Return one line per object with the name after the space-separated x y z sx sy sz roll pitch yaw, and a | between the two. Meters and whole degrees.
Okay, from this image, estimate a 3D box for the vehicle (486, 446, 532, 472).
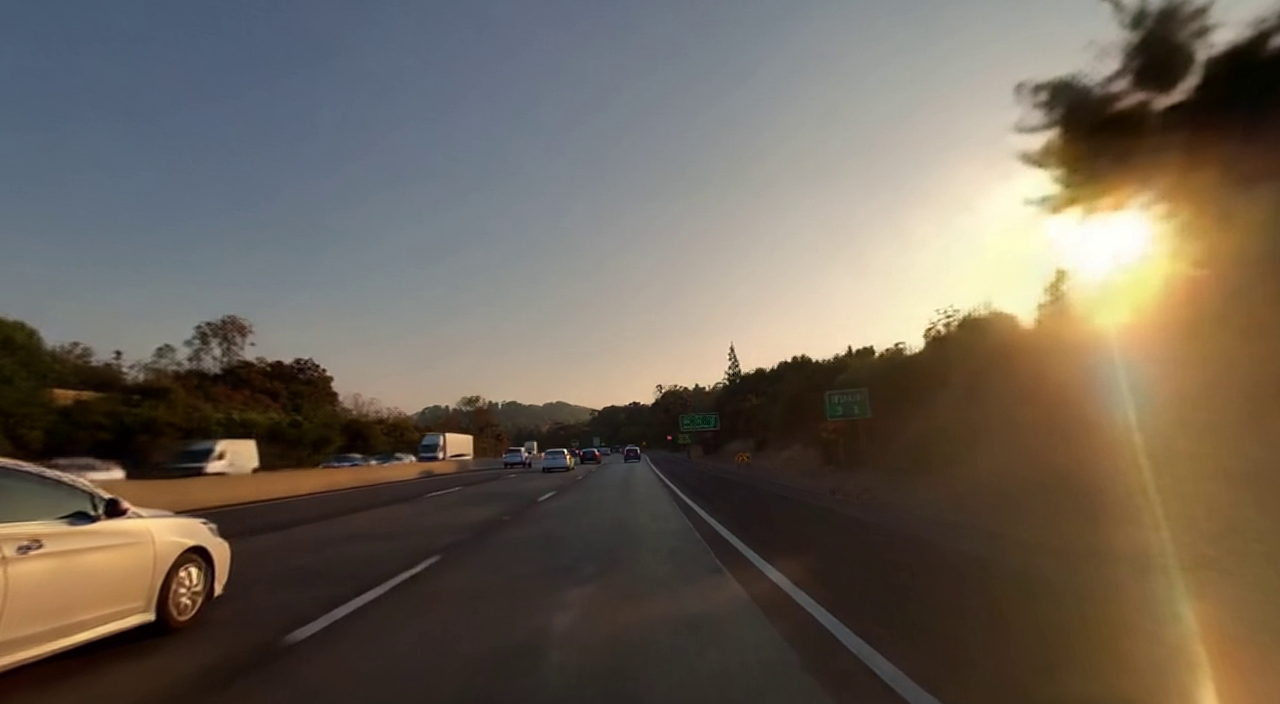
-7.904 6.467 38.059 1.936 1.516 3.904 0 -9 0 | vehicle

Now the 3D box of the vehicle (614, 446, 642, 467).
-0.888 7.724 46.538 2.023 1.479 3.718 0 -9 -1 | vehicle

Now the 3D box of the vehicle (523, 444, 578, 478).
-4.167 5.135 29.668 1.988 1.477 4.118 0 -9 0 | vehicle

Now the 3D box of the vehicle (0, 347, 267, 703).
-4.035 0.840 2.682 2.074 1.779 4.588 0 -9 -1 | vehicle
